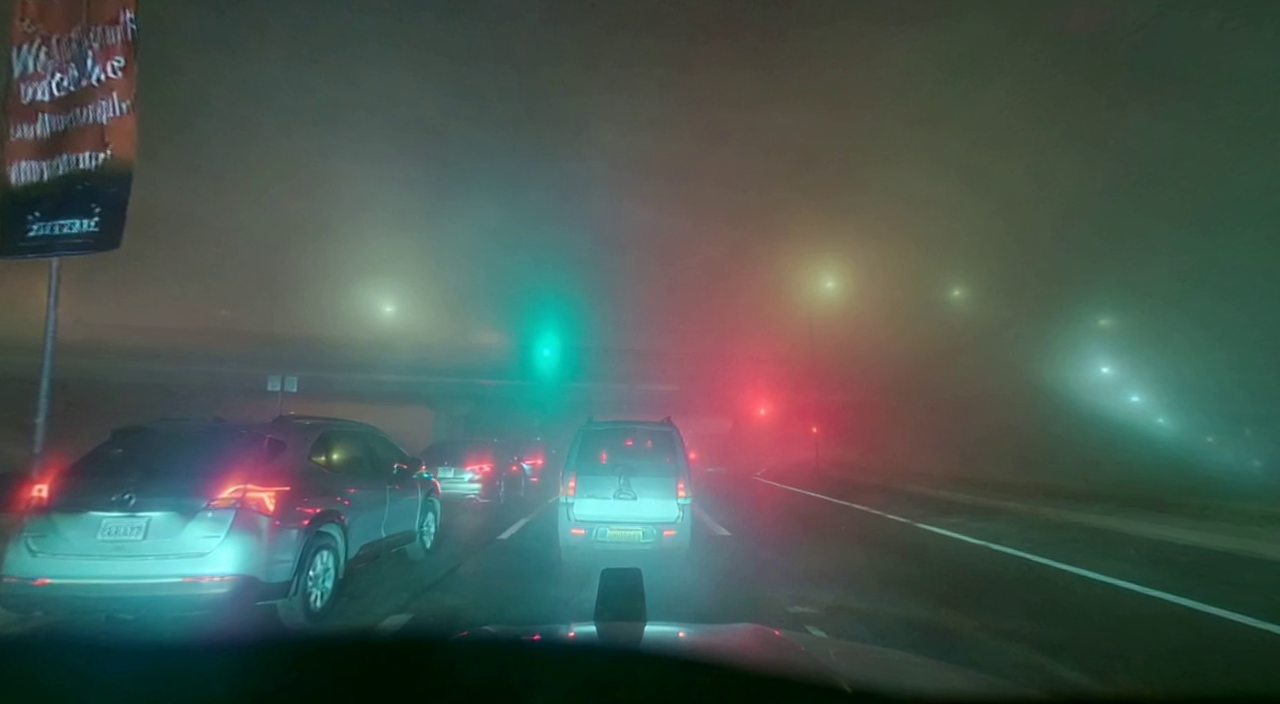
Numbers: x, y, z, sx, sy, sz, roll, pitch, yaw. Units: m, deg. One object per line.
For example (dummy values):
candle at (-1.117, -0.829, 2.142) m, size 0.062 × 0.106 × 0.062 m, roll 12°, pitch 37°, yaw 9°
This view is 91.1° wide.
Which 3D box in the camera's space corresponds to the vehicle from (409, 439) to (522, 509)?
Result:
vehicle at (-4.147, 2.943, 15.538) m, size 1.797 × 1.505 × 3.506 m, roll 0°, pitch -9°, yaw 0°

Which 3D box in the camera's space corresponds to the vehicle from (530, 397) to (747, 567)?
vehicle at (-0.094, 1.775, 9.305) m, size 2.409 × 1.864 × 4.471 m, roll 0°, pitch -9°, yaw -2°

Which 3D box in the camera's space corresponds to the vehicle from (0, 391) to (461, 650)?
vehicle at (-3.499, 1.441, 6.391) m, size 2.039 × 1.709 × 4.265 m, roll 0°, pitch -9°, yaw 0°
